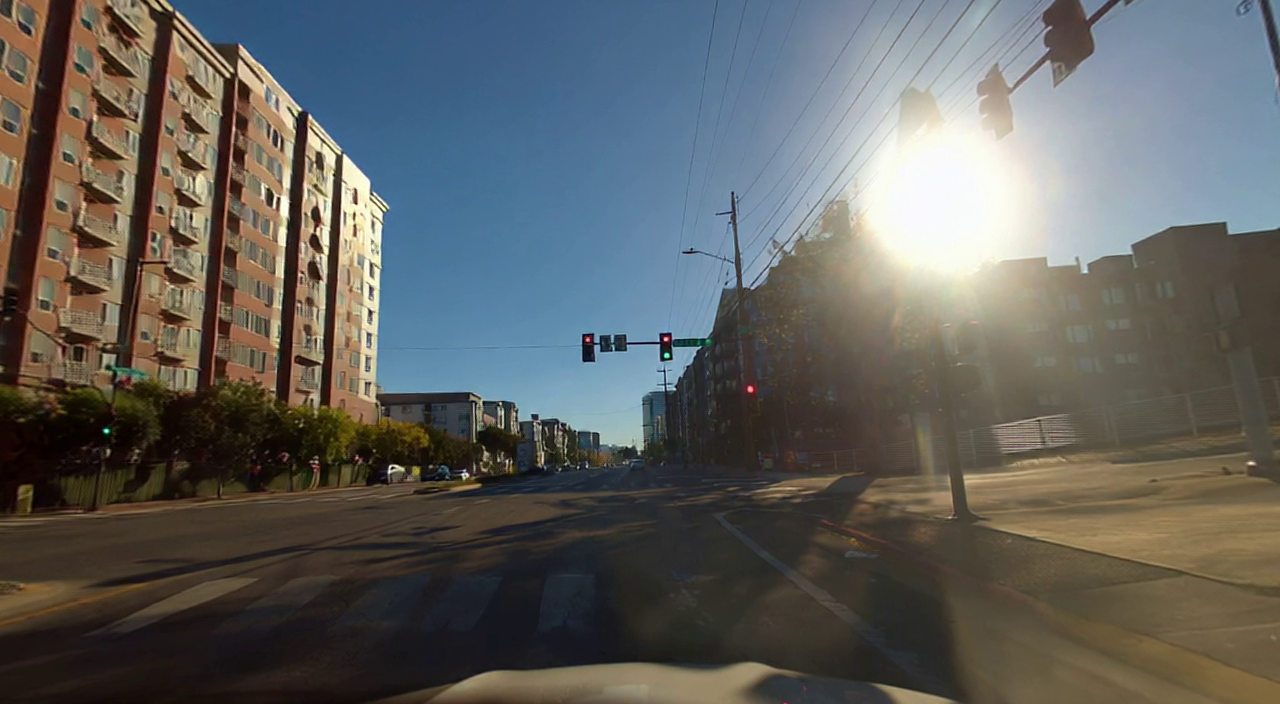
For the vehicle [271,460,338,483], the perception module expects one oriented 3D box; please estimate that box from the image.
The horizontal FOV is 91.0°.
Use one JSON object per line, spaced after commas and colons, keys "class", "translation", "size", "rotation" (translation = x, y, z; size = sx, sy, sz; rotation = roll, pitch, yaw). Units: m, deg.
{"class": "vehicle", "translation": [-24.620, 8.770, 46.297], "size": [3.882, 1.600, 1.768], "rotation": [0, -9, 1]}
